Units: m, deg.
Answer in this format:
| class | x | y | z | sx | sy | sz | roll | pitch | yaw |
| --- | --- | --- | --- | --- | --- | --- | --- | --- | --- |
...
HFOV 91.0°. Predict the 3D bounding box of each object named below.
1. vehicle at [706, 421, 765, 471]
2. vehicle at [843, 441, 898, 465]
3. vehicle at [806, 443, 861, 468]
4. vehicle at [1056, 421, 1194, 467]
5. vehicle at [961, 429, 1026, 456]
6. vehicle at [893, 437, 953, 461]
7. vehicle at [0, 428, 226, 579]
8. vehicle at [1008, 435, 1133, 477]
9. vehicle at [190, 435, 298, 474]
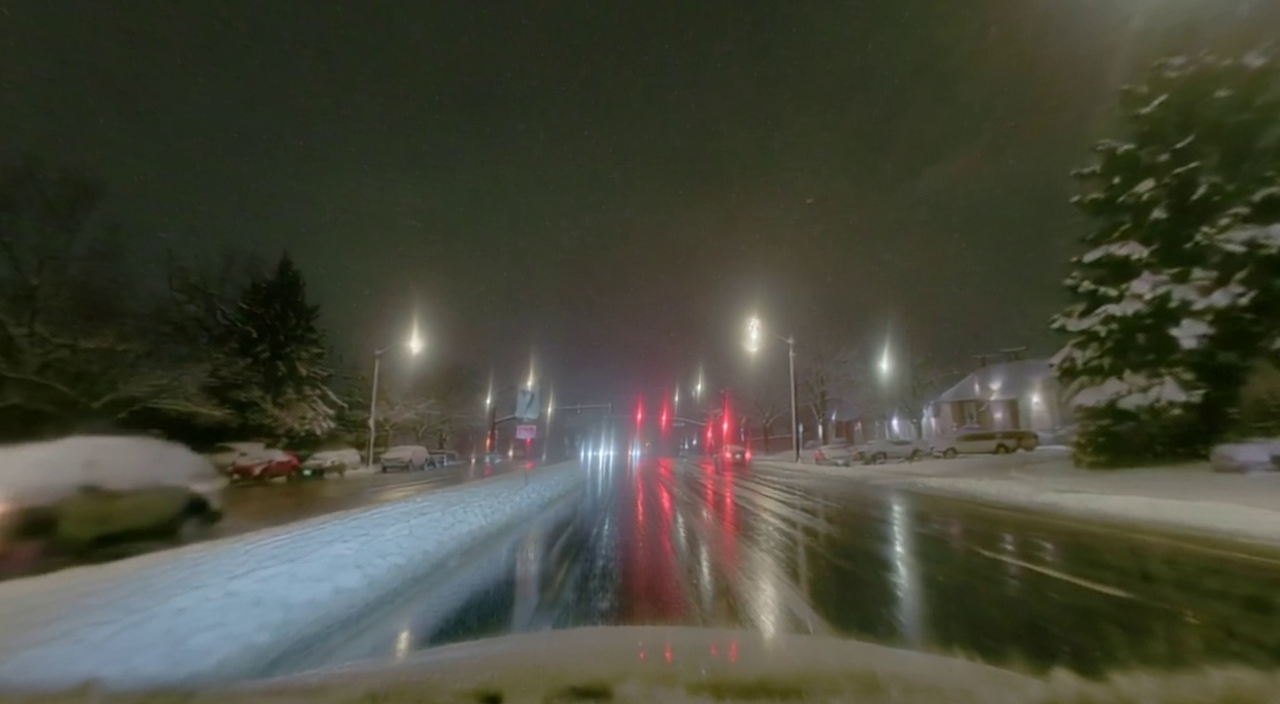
| class | x | y | z | sx | sy | sz | roll | pitch | yaw |
| --- | --- | --- | --- | --- | --- | --- | --- | --- | --- |
| vehicle | 6.564 | 6.663 | 44.611 | 2.802 | 3.208 | 7.459 | 0 | -9 | -1 |
| vehicle | 15.629 | 6.899 | 42.912 | 1.899 | 1.517 | 4.378 | 1 | -9 | -3 |
| vehicle | 12.794 | 6.874 | 42.010 | 2.079 | 1.541 | 4.801 | 0 | -9 | -1 |
| vehicle | 20.244 | 3.907 | 26.581 | 2.012 | 1.709 | 4.574 | -2 | -9 | -2 |
| vehicle | 23.974 | 6.177 | 42.871 | 1.888 | 1.678 | 4.074 | 1 | -9 | -3 |
| vehicle | 19.017 | 6.572 | 42.589 | 1.882 | 1.537 | 4.418 | 0 | -9 | -2 |
| vehicle | -8.078 | 1.904 | 8.470 | 2.013 | 1.646 | 4.325 | 0 | -9 | 0 |
| vehicle | 17.648 | 4.240 | 26.129 | 1.957 | 1.501 | 4.308 | -2 | -7 | -3 |
| vehicle | -27.017 | 7.000 | 43.090 | 5.877 | 2.508 | 2.394 | -1 | -9 | 6 |
